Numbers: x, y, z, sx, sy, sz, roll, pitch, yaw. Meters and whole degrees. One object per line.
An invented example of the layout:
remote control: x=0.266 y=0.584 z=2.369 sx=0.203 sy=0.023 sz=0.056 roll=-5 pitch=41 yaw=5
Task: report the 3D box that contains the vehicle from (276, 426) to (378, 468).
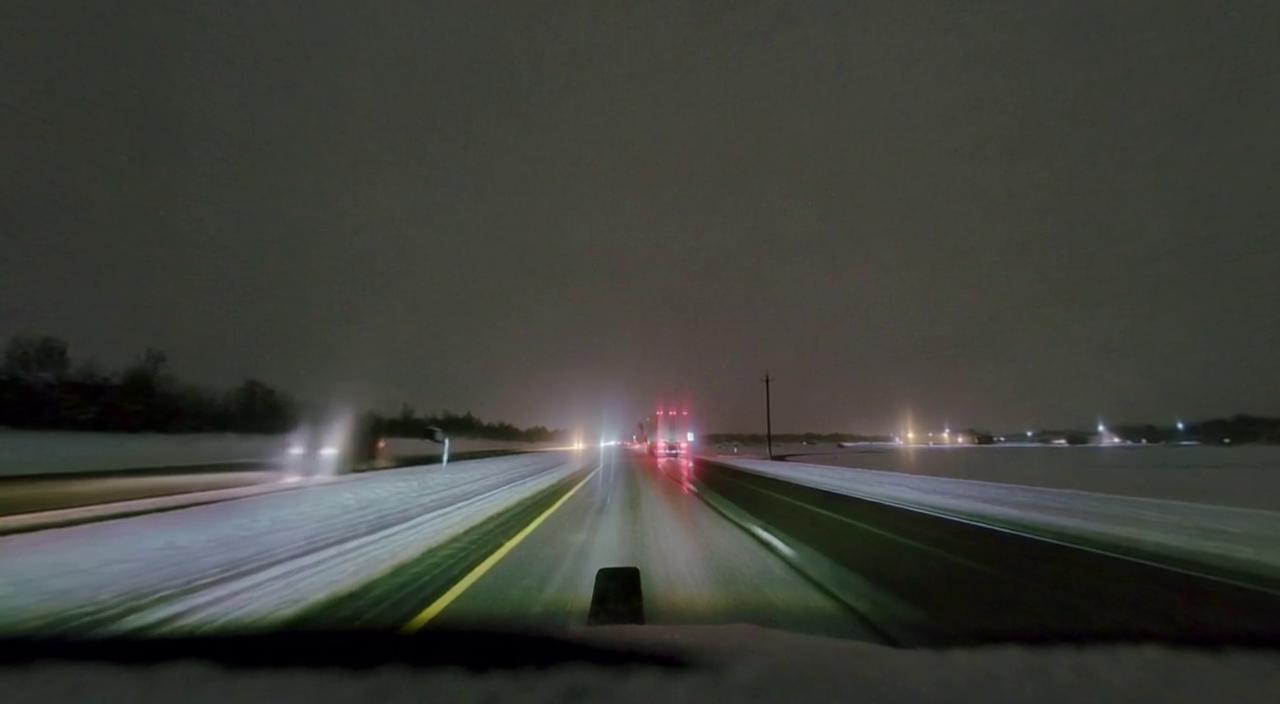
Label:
vehicle: x=-12.851 y=3.978 z=26.185 sx=1.936 sy=1.578 sz=4.596 roll=0 pitch=-9 yaw=-1
